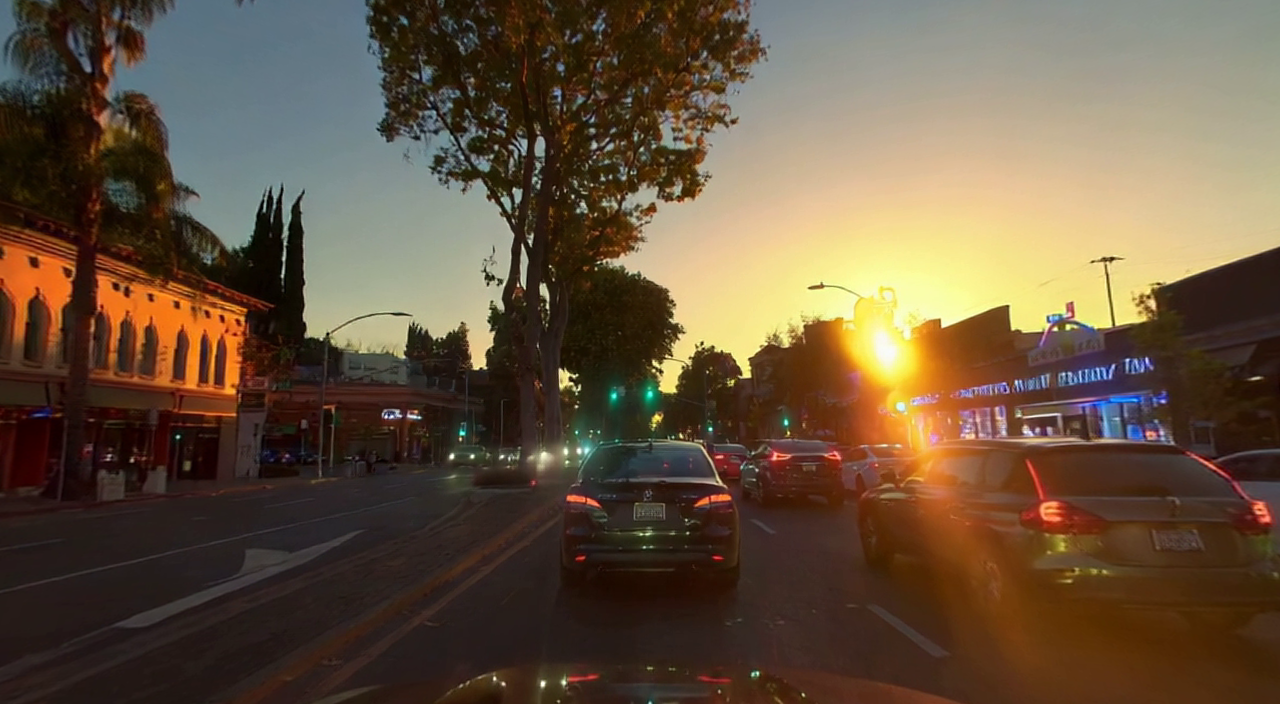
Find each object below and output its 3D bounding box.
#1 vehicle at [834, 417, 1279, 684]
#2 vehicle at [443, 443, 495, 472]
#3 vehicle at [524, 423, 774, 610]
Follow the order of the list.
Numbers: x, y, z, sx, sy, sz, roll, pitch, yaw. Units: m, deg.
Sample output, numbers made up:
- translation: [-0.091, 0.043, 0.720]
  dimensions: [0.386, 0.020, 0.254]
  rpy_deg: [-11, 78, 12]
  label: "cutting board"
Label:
- translation: [3.397, 1.429, 5.698]
  dimensions: [1.988, 1.480, 4.195]
  rpy_deg: [0, -9, 1]
  label: "vehicle"
- translation: [-11.159, 6.882, 41.547]
  dimensions: [2.042, 1.749, 4.629]
  rpy_deg: [-1, -9, 1]
  label: "vehicle"
- translation: [0.054, 1.596, 6.930]
  dimensions: [2.006, 1.487, 3.535]
  rpy_deg: [0, -9, -1]
  label: "vehicle"
